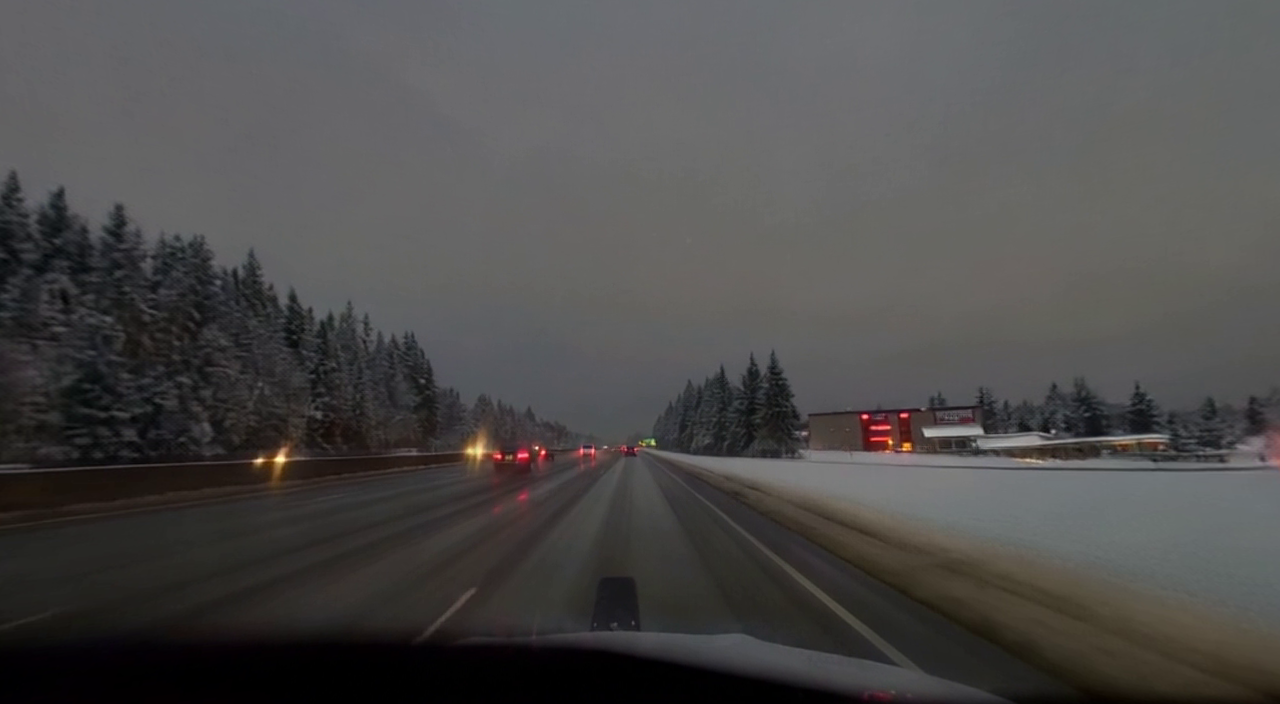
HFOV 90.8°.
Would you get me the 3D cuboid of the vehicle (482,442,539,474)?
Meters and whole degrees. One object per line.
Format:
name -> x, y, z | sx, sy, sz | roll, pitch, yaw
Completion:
vehicle -> -6.881, 5.669, 34.027 | 2.016, 1.606, 4.806 | 0, -9, 0
